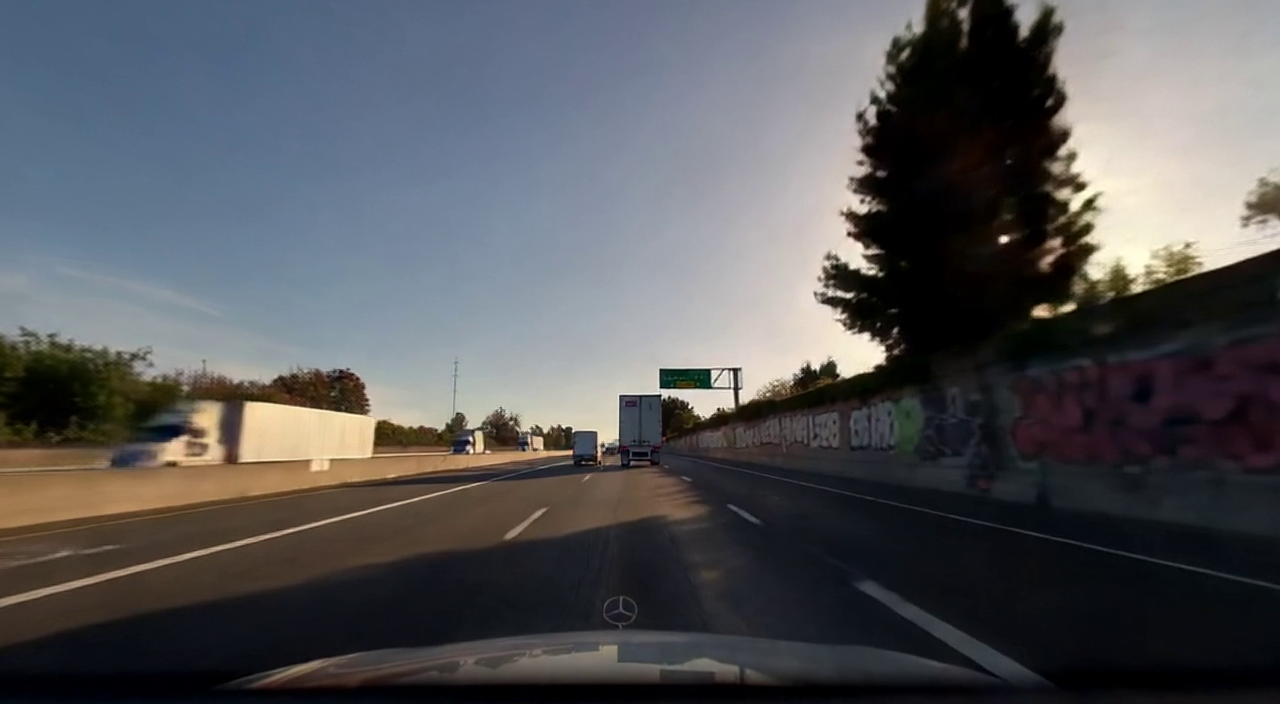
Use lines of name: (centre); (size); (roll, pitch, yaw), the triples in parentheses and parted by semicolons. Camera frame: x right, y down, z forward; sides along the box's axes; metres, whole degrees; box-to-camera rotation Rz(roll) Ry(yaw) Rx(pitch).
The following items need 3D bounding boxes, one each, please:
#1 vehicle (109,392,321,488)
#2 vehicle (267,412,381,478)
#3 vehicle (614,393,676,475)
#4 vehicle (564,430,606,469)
vehicle: (-19.294, 4.249, 29.764); (2.945, 3.740, 10.133); (0, -9, 0)
vehicle: (-19.467, 5.859, 39.419); (2.845, 3.649, 8.180); (0, -9, 0)
vehicle: (0.169, 4.895, 36.532); (3.042, 4.023, 10.832); (0, -9, -1)
vehicle: (-3.525, 6.415, 41.234); (2.278, 2.369, 5.249); (0, -9, 1)
